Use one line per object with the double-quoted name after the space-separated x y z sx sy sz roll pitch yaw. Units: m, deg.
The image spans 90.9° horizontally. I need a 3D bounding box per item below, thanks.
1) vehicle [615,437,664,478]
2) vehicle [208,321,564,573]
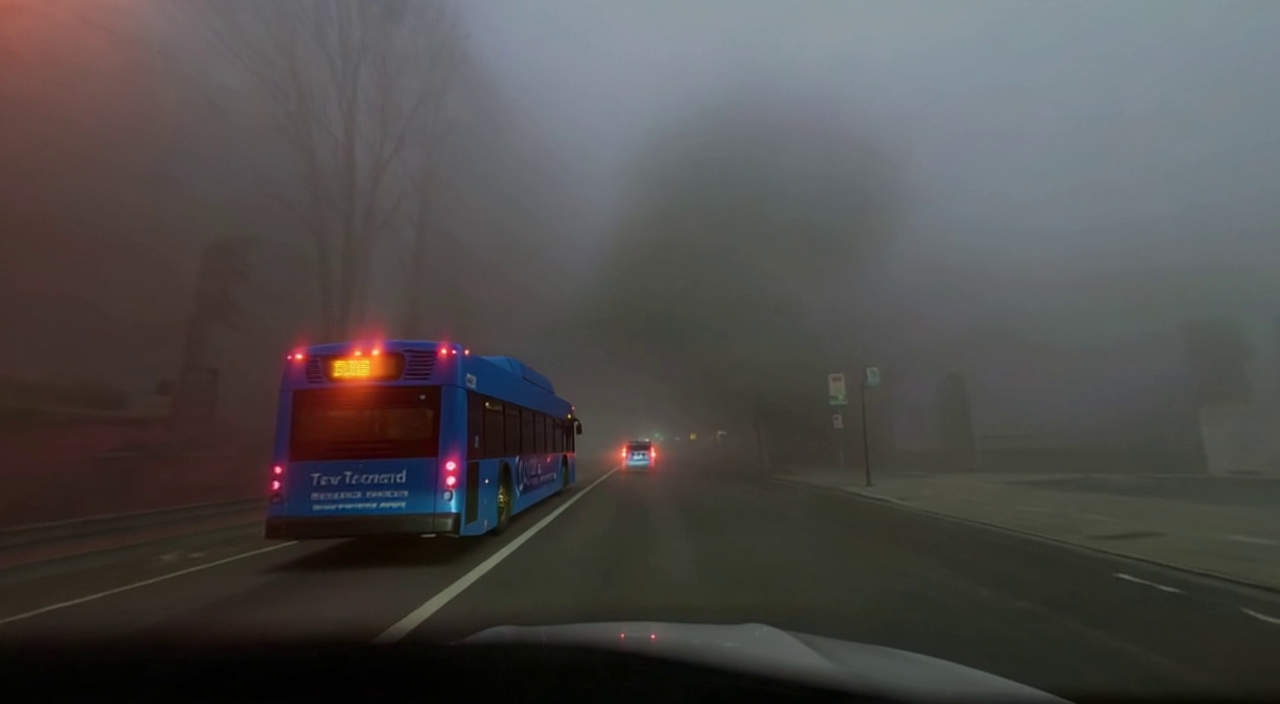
0.004 4.868 29.369 2.120 1.727 3.917 0 -8 1 "vehicle"
-3.435 1.613 11.622 2.920 2.884 8.588 1 -7 0 "vehicle"
